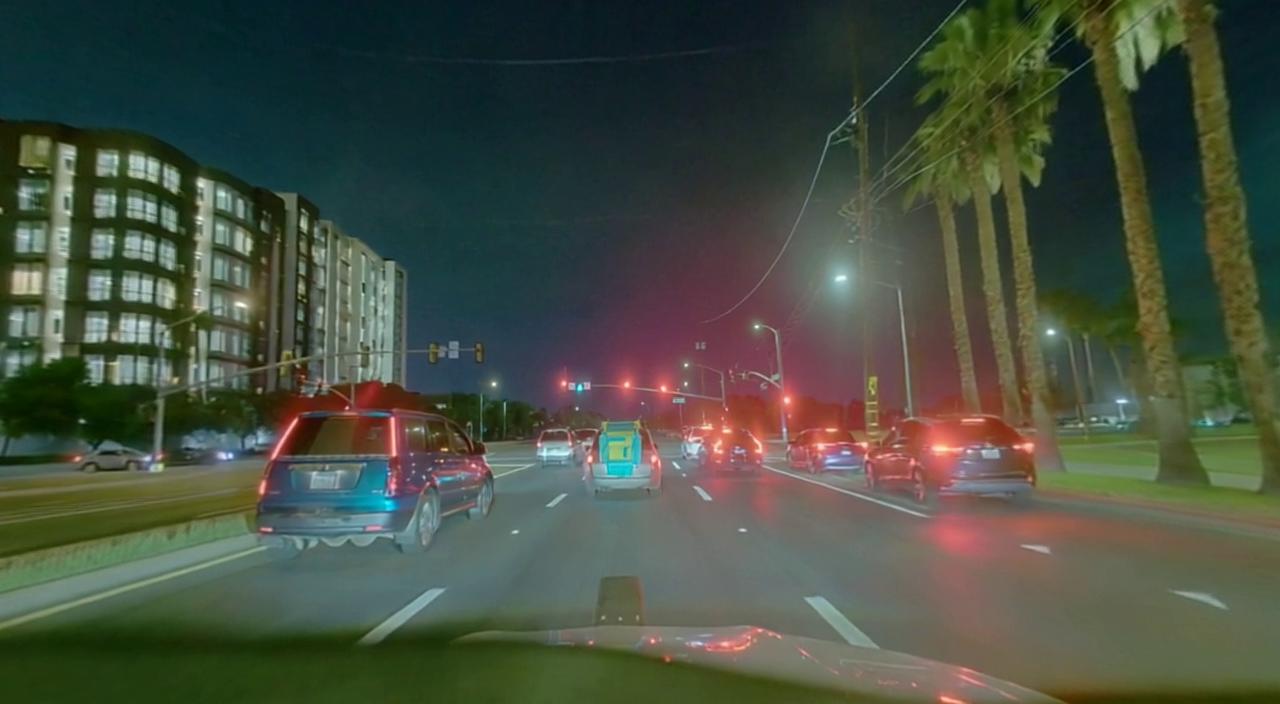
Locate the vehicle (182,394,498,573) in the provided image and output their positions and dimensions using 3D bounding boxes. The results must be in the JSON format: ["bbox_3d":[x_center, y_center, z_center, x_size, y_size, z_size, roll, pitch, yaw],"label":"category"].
[{"bbox_3d":[-3.505,1.637,8.599,2.136,1.779,4.417,0,-8,0],"label":"vehicle"}]

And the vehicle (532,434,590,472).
[{"bbox_3d":[-3.285,4.306,27.054,1.973,1.504,3.895,0,-8,0],"label":"vehicle"}]

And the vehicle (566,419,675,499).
[{"bbox_3d":[-0.454,2.581,15.587,2.302,1.681,4.217,0,-8,-1],"label":"vehicle"}]

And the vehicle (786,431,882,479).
[{"bbox_3d":[6.490,3.498,21.673,1.764,1.451,4.300,0,-8,-2],"label":"vehicle"}]

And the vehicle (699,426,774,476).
[{"bbox_3d":[3.304,3.499,22.476,1.975,1.598,4.025,0,-8,-1],"label":"vehicle"}]

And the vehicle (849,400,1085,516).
[{"bbox_3d":[6.507,2.212,13.561,2.130,1.979,5.310,0,-8,-1],"label":"vehicle"}]
